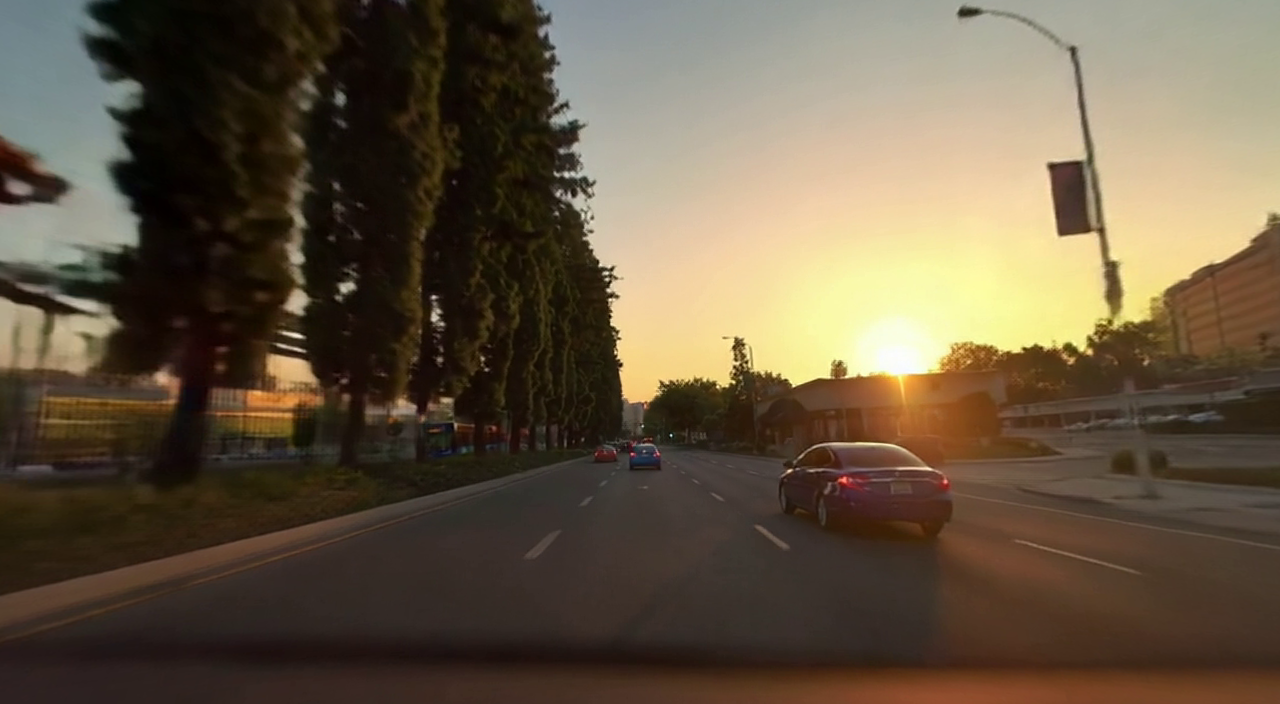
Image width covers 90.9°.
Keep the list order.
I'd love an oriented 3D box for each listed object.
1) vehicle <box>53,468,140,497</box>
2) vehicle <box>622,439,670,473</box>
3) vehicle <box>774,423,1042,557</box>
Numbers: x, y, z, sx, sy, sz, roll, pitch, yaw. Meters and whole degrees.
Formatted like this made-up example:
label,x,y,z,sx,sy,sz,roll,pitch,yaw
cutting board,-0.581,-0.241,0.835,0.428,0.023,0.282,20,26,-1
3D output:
label,x,y,z,sx,sy,sz,roll,pitch,yaw
vehicle,-31.946,7.608,37.027,4.557,1.468,1.938,-4,-9,23
vehicle,0.268,4.960,30.275,2.144,1.505,4.128,0,-8,0
vehicle,3.532,1.890,9.415,2.067,1.497,4.327,0,-8,0
